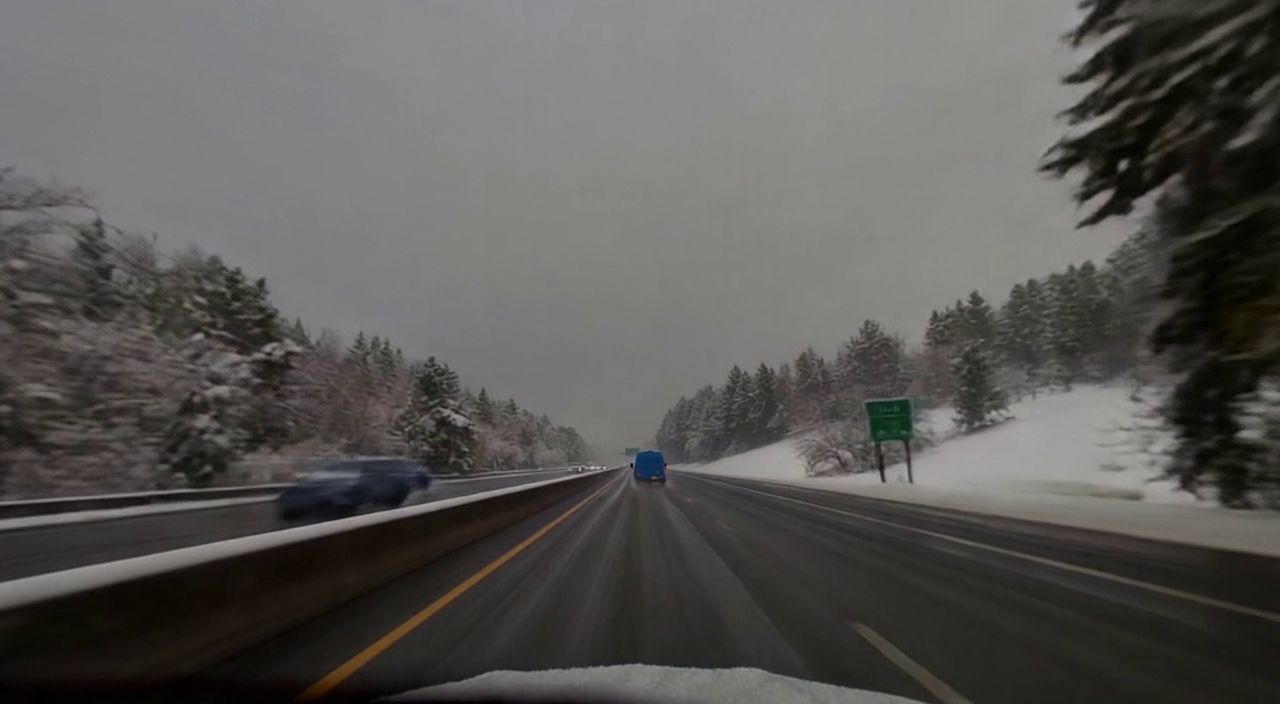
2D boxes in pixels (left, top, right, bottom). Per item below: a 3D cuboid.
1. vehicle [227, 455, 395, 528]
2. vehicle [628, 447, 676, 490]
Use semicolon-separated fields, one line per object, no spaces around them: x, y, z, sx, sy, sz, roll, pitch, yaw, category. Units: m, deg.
-7.981;3.430;15.833;1.980;1.534;4.116;1;-10;0;vehicle
0.592;6.496;35.055;2.429;2.167;4.558;1;-10;-1;vehicle
